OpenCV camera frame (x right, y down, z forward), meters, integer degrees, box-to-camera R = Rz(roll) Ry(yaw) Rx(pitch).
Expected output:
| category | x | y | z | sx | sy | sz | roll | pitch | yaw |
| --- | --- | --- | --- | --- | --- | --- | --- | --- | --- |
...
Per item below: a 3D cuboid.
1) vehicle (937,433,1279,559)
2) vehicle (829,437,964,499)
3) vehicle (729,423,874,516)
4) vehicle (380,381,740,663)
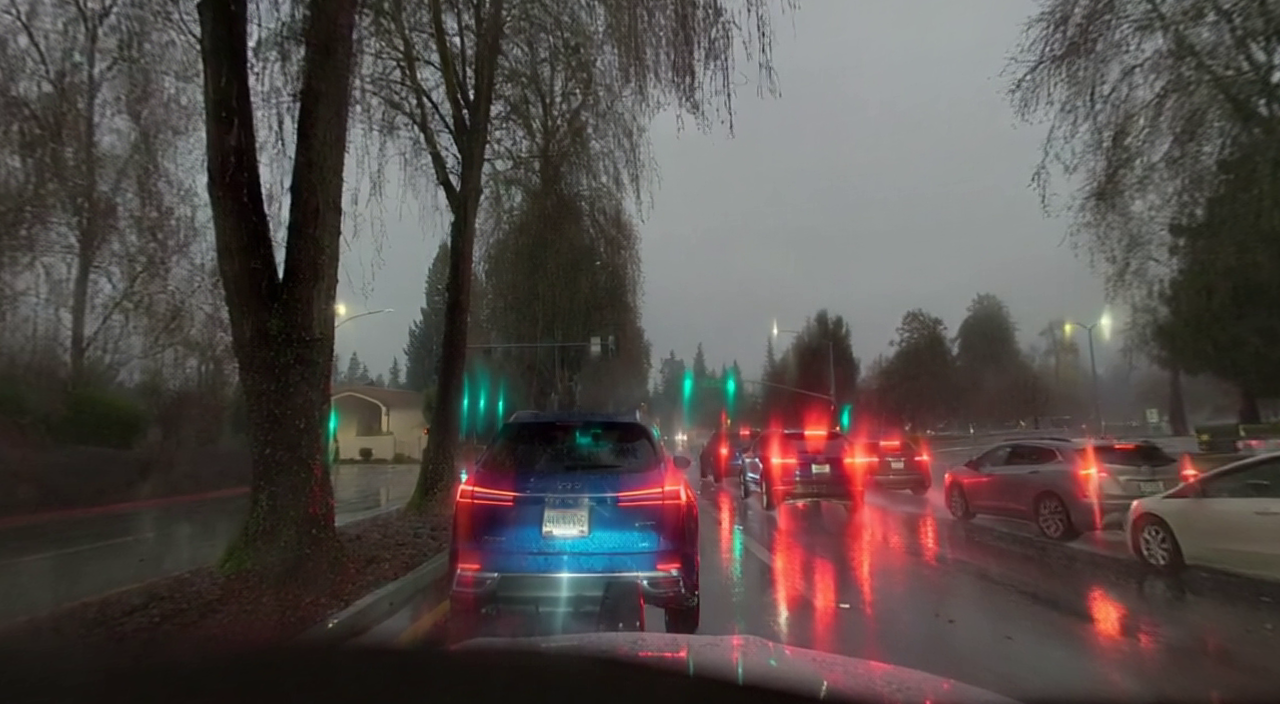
| category | x | y | z | sx | sy | sz | roll | pitch | yaw |
| --- | --- | --- | --- | --- | --- | --- | --- | --- | --- |
| vehicle | 6.586 | 2.015 | 9.656 | 1.894 | 1.445 | 4.565 | 0 | -9 | 1 |
| vehicle | 6.963 | 3.183 | 17.769 | 1.890 | 1.489 | 4.415 | 0 | -9 | -1 |
| vehicle | 3.250 | 2.470 | 13.747 | 1.963 | 1.682 | 4.407 | 0 | -9 | 0 |
| vehicle | -0.436 | 1.351 | 6.078 | 2.201 | 1.709 | 4.271 | 0 | -9 | 2 |
